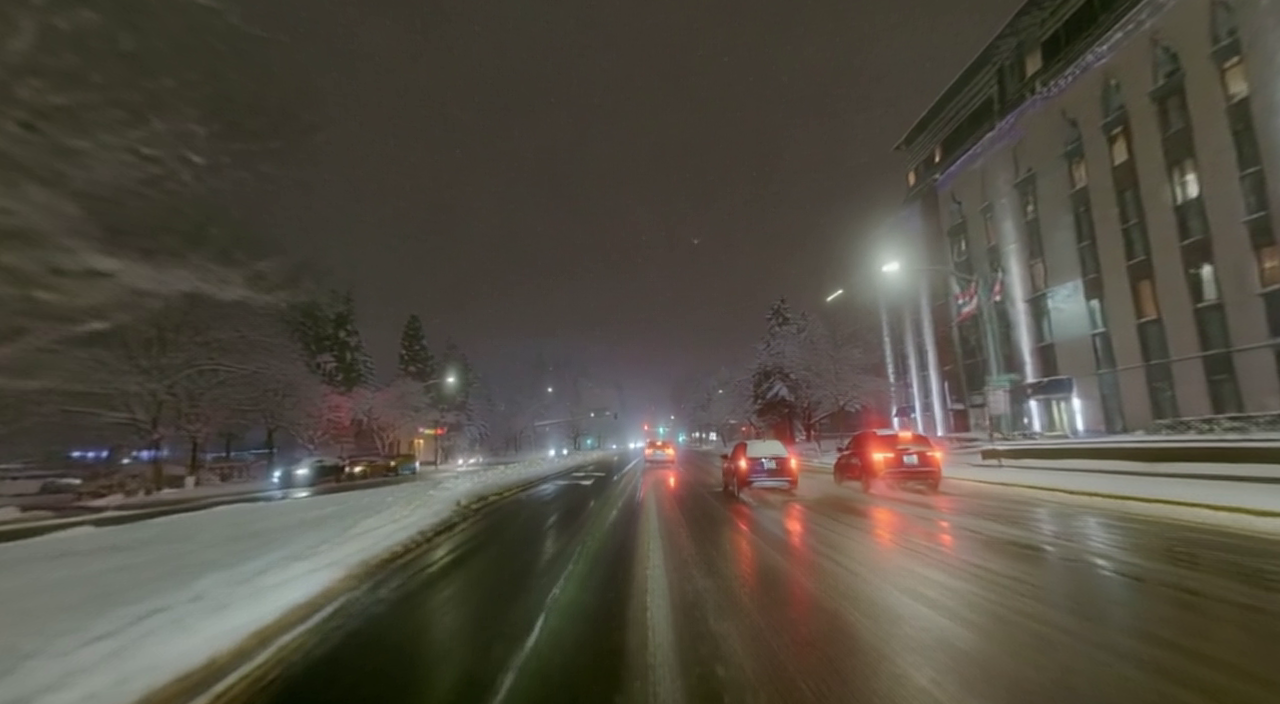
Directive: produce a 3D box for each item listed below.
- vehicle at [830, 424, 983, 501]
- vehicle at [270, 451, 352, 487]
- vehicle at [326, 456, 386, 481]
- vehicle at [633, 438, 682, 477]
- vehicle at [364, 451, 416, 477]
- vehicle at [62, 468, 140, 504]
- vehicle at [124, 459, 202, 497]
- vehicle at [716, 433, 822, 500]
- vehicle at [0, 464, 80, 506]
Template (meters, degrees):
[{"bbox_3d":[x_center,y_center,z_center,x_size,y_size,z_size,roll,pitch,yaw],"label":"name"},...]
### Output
[{"bbox_3d":[6.908,2.916,17.029,1.963,1.783,4.722,0,-8,-1],"label":"vehicle"},{"bbox_3d":[-17.950,6.384,34.646,1.954,1.779,4.635,0,-8,0],"label":"vehicle"},{"bbox_3d":[-18.002,7.403,40.174,1.716,1.412,4.335,0,-8,1],"label":"vehicle"},{"bbox_3d":[0.741,4.908,29.547,2.125,1.669,3.880,0,-8,0],"label":"vehicle"},{"bbox_3d":[-17.870,8.003,45.297,1.847,1.730,4.530,0,-8,1],"label":"vehicle"},{"bbox_3d":[-27.401,6.790,32.222,1.989,1.476,4.088,4,-9,-26],"label":"vehicle"},{"bbox_3d":[-24.564,6.454,32.634,2.076,1.688,4.635,3,-9,-23],"label":"vehicle"},{"bbox_3d":[3.404,3.126,17.626,1.931,1.591,4.708,0,-8,0],"label":"vehicle"},{"bbox_3d":[-30.603,6.734,32.226,1.944,1.794,4.468,5,-10,-30],"label":"vehicle"}]
